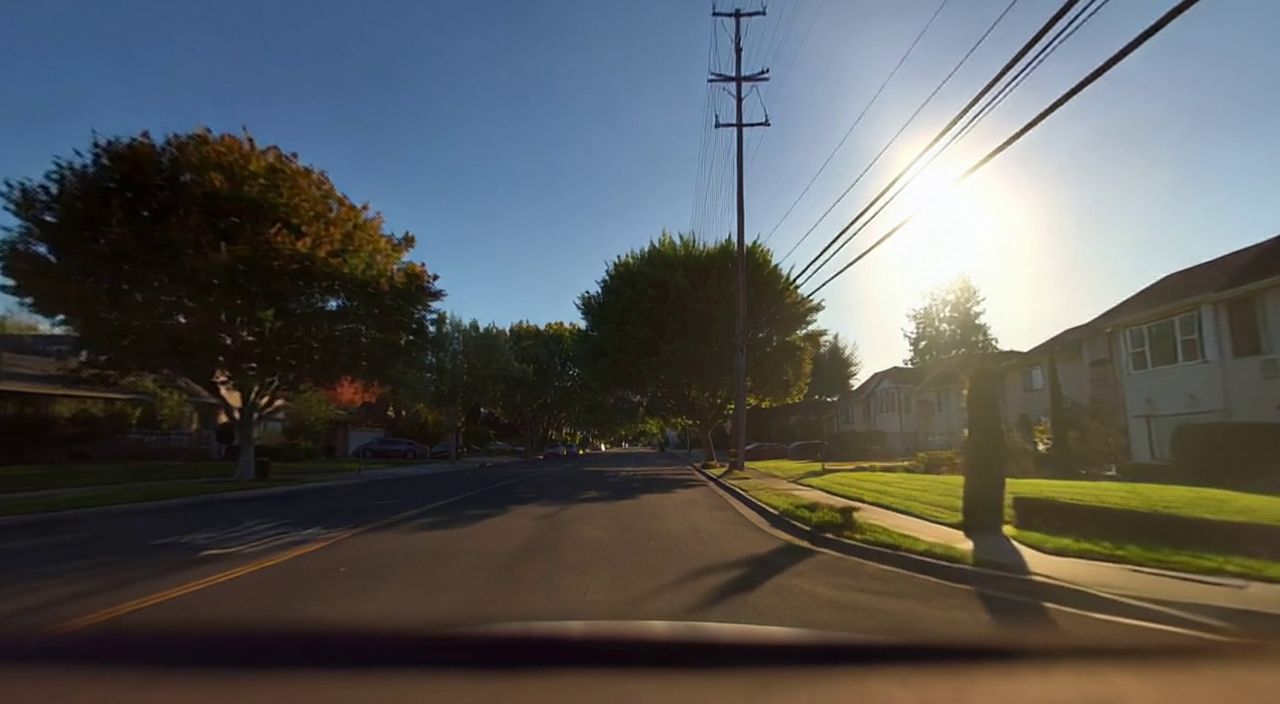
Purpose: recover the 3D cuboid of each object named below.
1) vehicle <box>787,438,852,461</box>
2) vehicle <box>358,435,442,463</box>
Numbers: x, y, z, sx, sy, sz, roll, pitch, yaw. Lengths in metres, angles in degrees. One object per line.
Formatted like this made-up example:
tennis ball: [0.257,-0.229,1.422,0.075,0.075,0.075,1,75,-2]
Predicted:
vehicle: [12.930,7.051,45.726,4.122,1.610,1.888,-1,-7,2]
vehicle: [-15.198,6.139,40.137,4.500,1.714,1.924,-1,-9,7]
